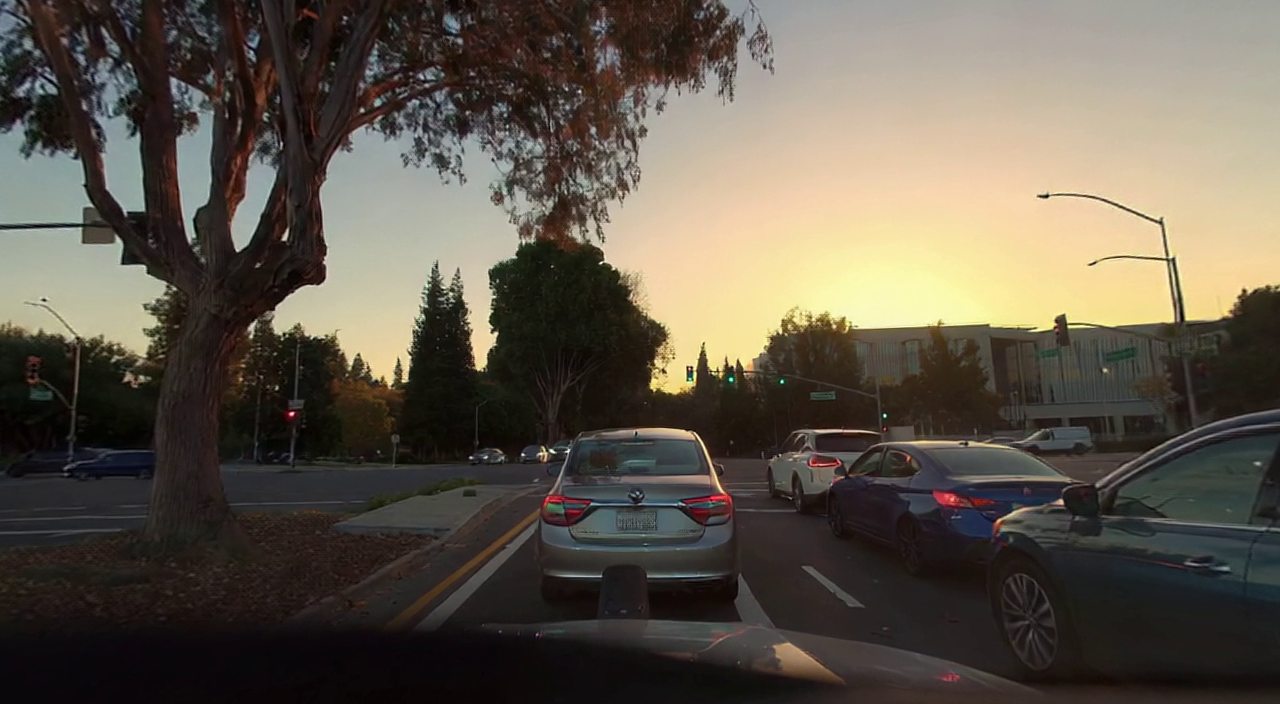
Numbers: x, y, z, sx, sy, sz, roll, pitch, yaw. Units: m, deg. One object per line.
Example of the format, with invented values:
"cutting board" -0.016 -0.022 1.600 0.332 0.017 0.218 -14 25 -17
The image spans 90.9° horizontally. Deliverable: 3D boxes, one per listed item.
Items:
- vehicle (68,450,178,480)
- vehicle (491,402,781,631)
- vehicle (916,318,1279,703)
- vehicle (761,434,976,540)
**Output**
"vehicle" -36.512 7.976 44.838 5.783 1.933 2.174 6 -11 -35
"vehicle" -0.042 1.475 6.507 2.074 1.631 3.793 0 -9 0
"vehicle" 3.667 0.919 3.449 2.162 1.829 4.519 0 -9 -1
"vehicle" 3.693 2.263 11.296 2.054 1.482 4.654 0 -9 -1
